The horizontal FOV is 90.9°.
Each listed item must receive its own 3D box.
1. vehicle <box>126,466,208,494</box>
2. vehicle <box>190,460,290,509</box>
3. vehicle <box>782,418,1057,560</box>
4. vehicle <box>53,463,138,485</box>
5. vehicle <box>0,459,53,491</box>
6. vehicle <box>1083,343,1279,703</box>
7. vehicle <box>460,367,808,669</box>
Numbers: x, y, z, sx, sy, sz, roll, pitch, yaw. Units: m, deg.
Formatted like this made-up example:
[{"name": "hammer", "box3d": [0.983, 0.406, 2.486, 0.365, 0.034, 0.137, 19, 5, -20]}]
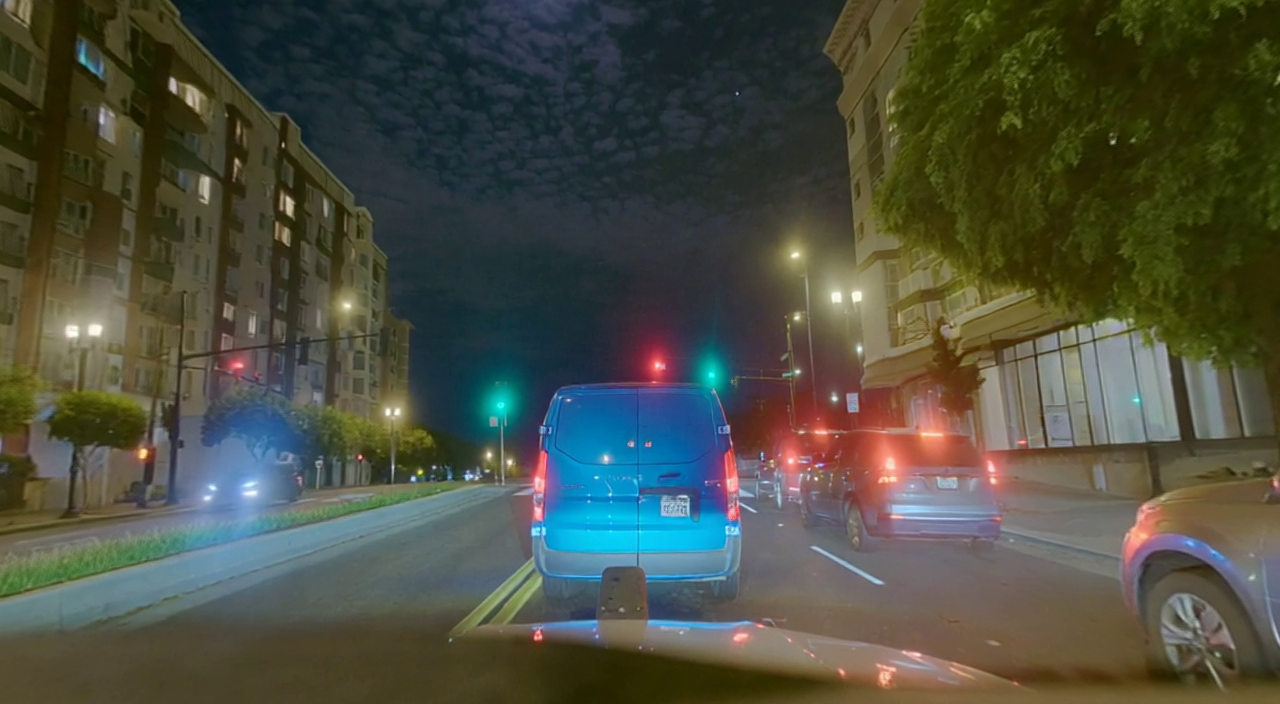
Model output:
[{"name": "vehicle", "box3d": [-33.322, 9.056, 44.507, 4.292, 1.492, 1.772, -6, -14, -1]}, {"name": "vehicle", "box3d": [-14.397, 4.745, 23.003, 1.852, 1.485, 4.428, 2, -9, -16]}, {"name": "vehicle", "box3d": [3.917, 2.004, 10.020, 2.061, 1.676, 4.734, 0, -9, -2]}, {"name": "vehicle", "box3d": [-38.483, 8.633, 44.619, 4.396, 1.458, 1.809, -1, -9, 2]}, {"name": "vehicle", "box3d": [-35.493, 6.845, 35.135, 3.843, 1.680, 1.782, -1, -9, 4]}, {"name": "vehicle", "box3d": [3.805, 0.695, 1.742, 2.157, 1.748, 4.130, 0, -9, 1]}, {"name": "vehicle", "box3d": [-0.032, 1.323, 6.043, 2.101, 1.828, 4.270, 0, -9, 0]}]
